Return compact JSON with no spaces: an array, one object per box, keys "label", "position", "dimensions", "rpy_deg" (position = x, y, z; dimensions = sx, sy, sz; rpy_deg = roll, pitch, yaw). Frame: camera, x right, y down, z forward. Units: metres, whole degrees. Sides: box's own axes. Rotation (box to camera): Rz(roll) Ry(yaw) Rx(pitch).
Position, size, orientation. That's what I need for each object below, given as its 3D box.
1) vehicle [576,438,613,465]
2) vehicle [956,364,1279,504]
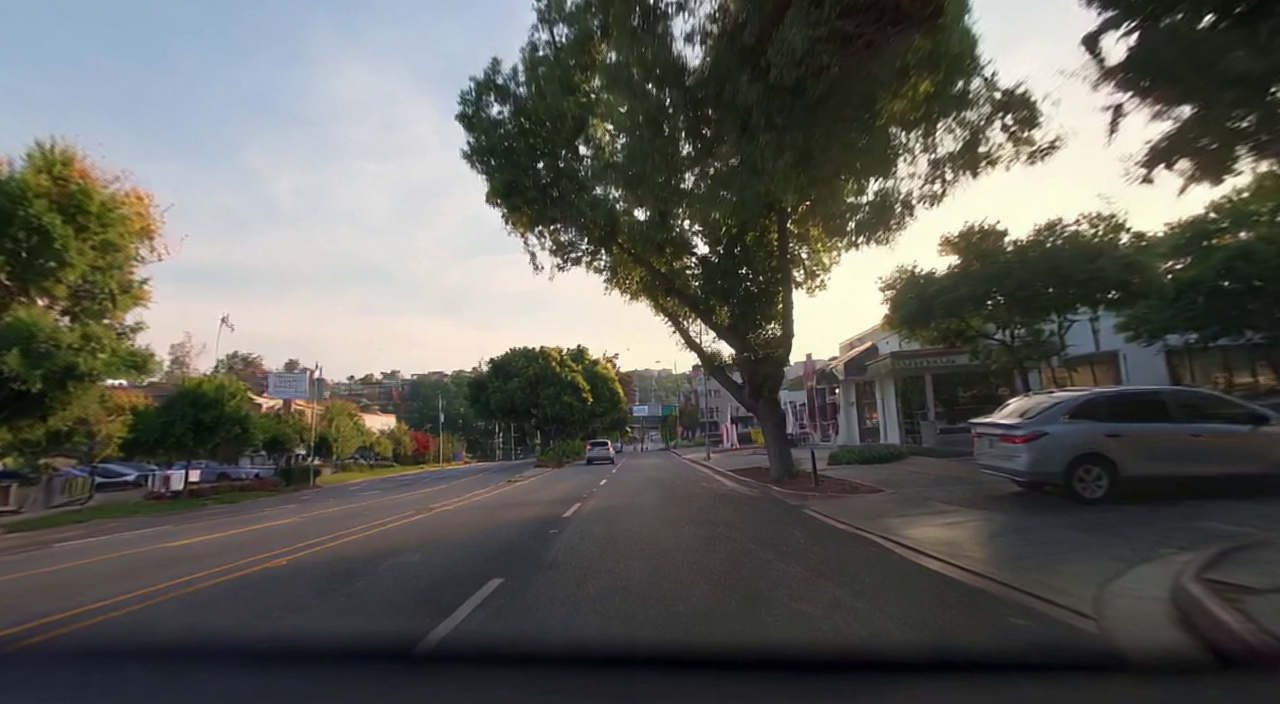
[{"label":"vehicle","position":[-3.059,6.812,43.132],"dimensions":[2.235,1.719,4.292],"rpy_deg":[-1,-8,1]},{"label":"vehicle","position":[8.009,1.240,9.488],"dimensions":[5.276,1.850,2.173],"rpy_deg":[0,-8,1]}]
